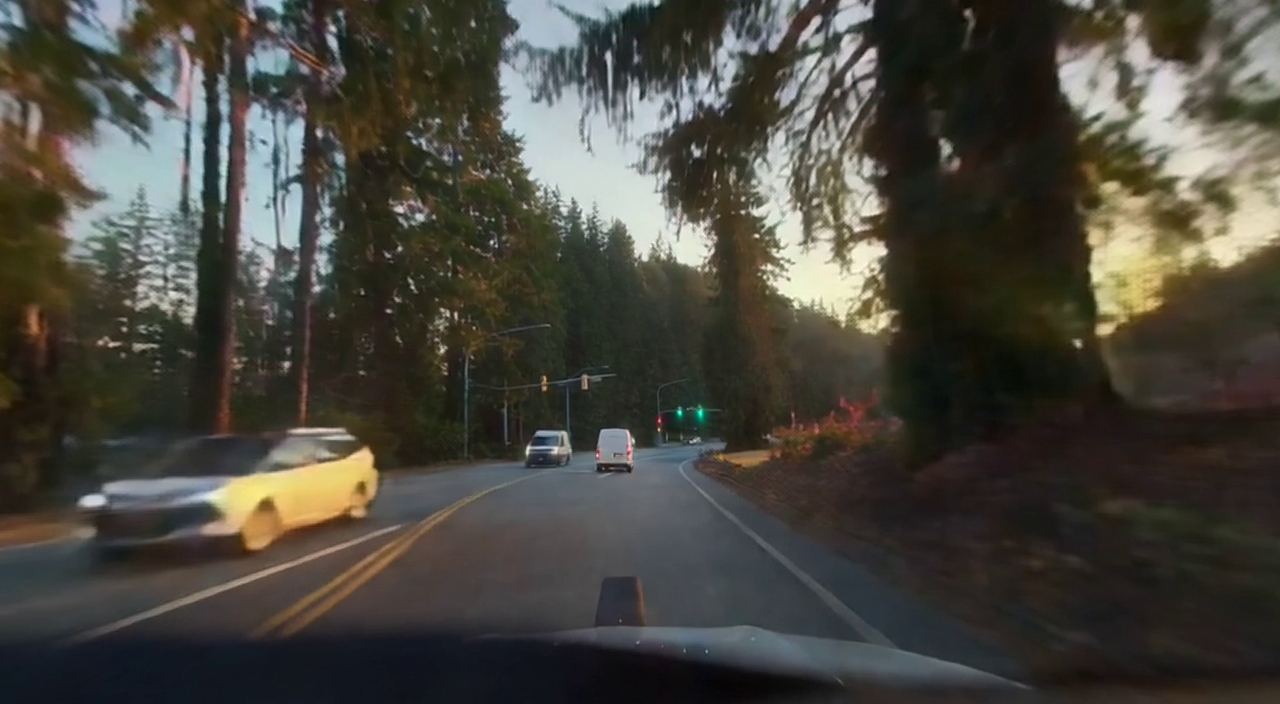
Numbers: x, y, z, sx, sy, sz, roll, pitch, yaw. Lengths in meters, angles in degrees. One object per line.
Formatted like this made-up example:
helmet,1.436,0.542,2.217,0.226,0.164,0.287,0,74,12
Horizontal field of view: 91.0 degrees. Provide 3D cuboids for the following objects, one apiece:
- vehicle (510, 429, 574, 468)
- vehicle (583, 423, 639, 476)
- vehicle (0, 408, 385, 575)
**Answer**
vehicle,-5.335,5.401,35.208,2.295,1.981,5.836,0,-8,4
vehicle,-1.221,4.510,29.205,2.362,2.185,5.212,0,-8,0
vehicle,-5.476,1.724,8.585,2.051,1.648,4.451,0,-8,1
